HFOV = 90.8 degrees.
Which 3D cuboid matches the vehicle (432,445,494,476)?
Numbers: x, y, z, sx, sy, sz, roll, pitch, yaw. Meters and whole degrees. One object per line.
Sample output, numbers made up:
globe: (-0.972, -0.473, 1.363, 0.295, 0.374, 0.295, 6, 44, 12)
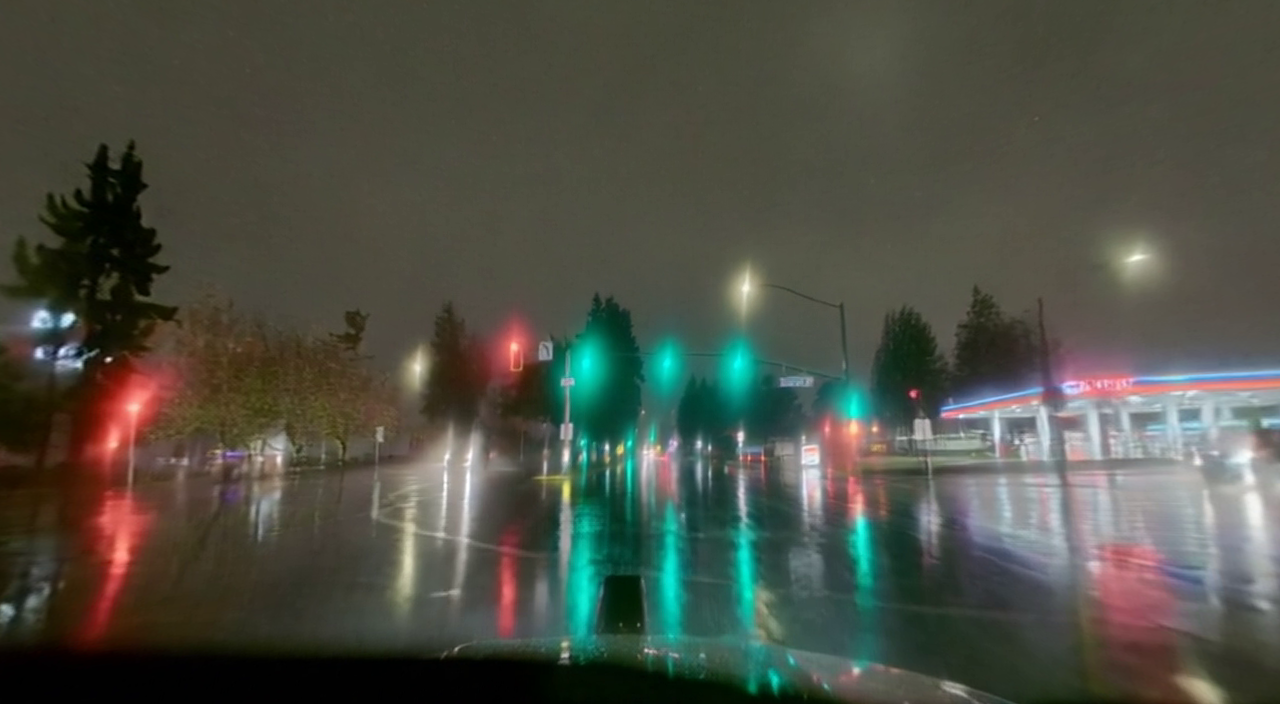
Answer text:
vehicle: (-9.551, 5.896, 34.428, 2.029, 1.452, 4.598, -3, -9, 0)
